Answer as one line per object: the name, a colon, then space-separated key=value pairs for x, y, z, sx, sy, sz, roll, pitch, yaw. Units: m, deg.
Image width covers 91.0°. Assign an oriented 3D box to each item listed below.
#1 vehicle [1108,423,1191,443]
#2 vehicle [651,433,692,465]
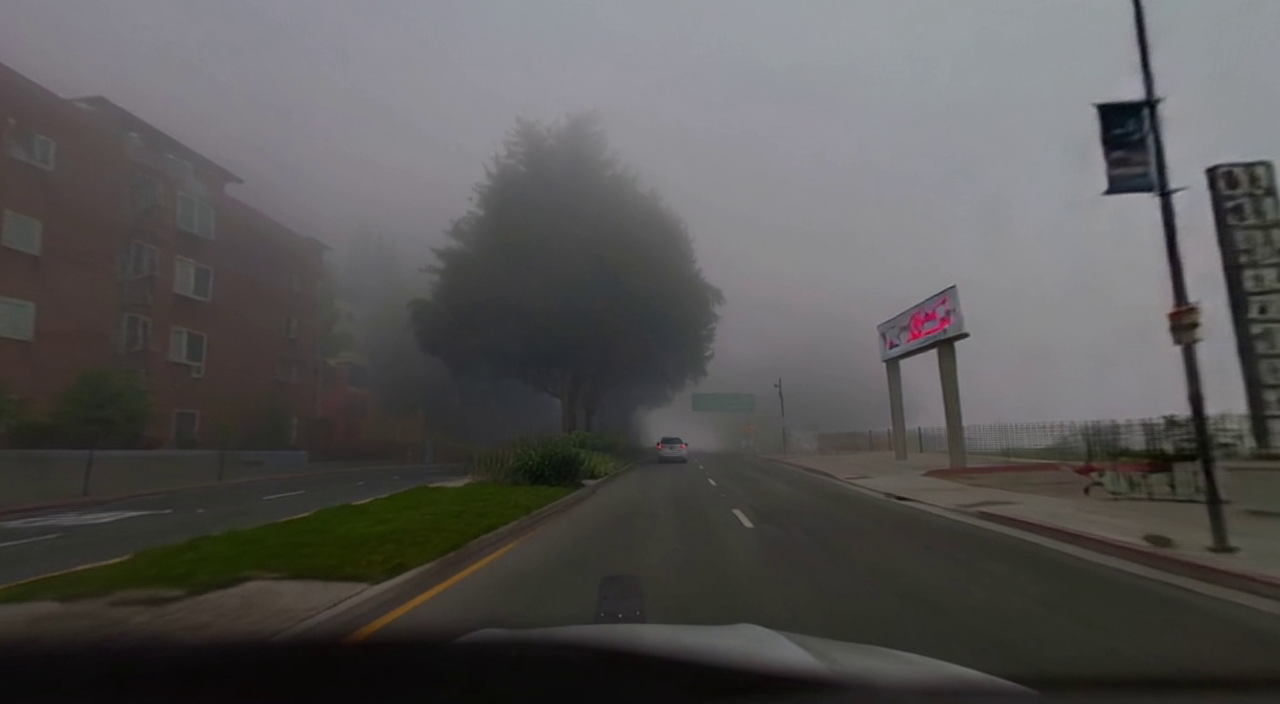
vehicle: x=39.442 y=6.321 z=48.802 sx=4.637 sy=1.477 sz=1.823 roll=-1 pitch=-8 yaw=5
vehicle: x=1.962 y=5.844 z=38.010 sx=2.235 sy=1.719 sz=4.292 roll=1 pitch=-8 yaw=5
